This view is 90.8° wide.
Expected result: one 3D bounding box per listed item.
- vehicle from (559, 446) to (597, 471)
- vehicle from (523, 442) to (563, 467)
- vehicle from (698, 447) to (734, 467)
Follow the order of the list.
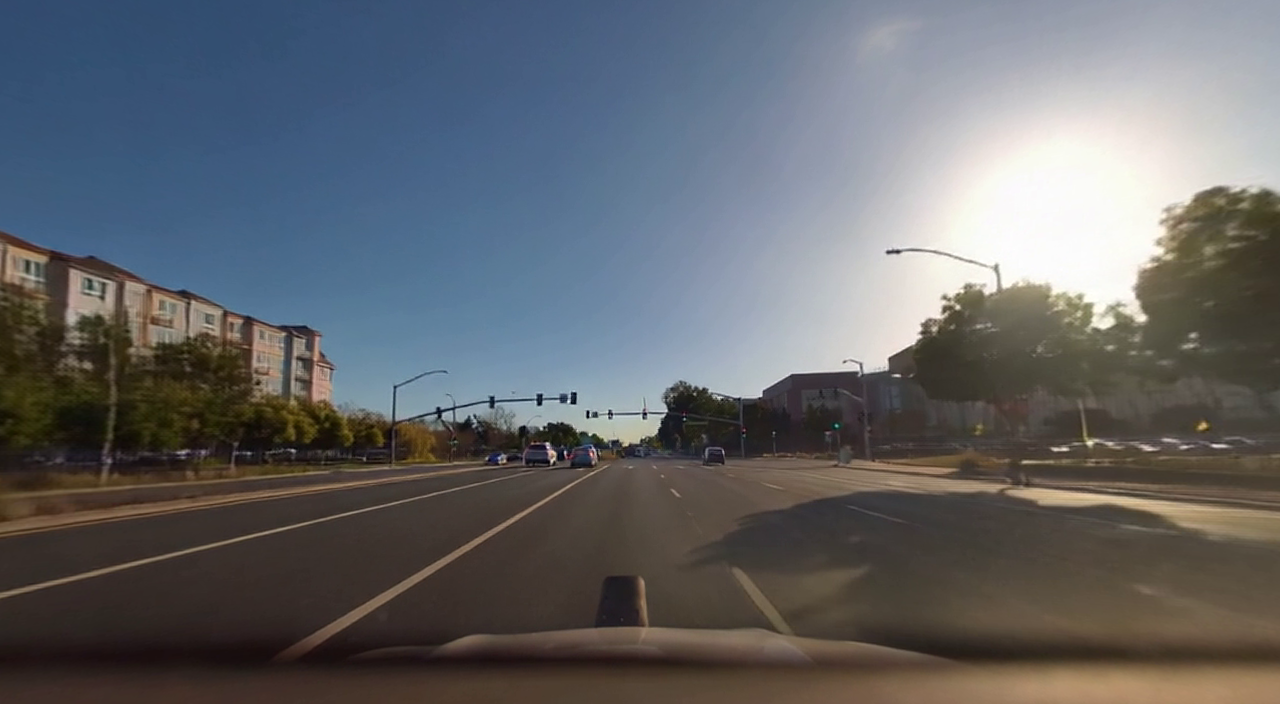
[{"bbox_3d":[-3.918,6.766,40.501,2.018,1.463,4.603,0,-8,0],"label":"vehicle"},{"bbox_3d":[-7.405,7.887,48.746,2.185,1.810,5.589,0,-8,1],"label":"vehicle"},{"bbox_3d":[5.902,8.197,49.568,2.187,1.475,4.529,0,-8,-2],"label":"vehicle"}]
